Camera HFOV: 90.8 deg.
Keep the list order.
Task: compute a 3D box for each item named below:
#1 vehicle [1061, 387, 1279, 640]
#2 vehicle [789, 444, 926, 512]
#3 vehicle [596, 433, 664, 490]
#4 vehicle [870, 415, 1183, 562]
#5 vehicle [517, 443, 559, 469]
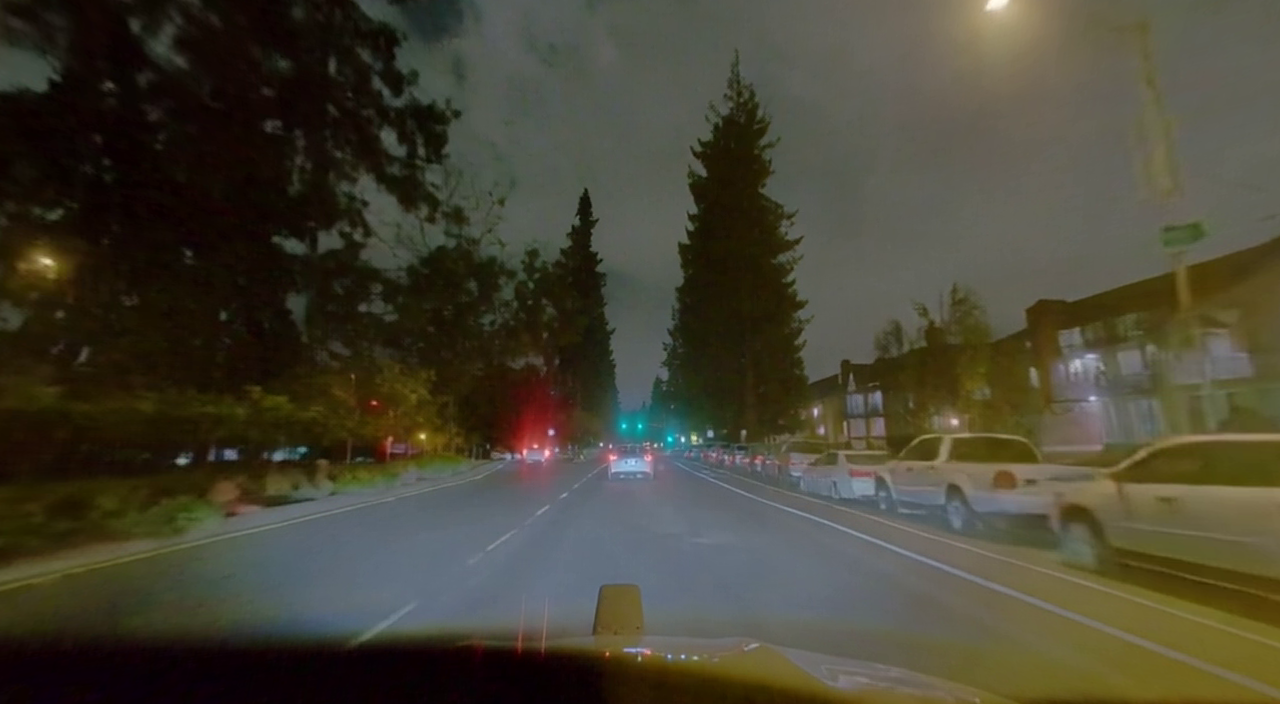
[{"bbox_3d":[5.862,1.221,4.810,2.139,1.872,4.585,0,-9,1],"label":"vehicle"},{"bbox_3d":[5.333,3.117,16.157,2.005,1.499,4.108,0,-9,0],"label":"vehicle"},{"bbox_3d":[-0.342,3.607,21.129,2.070,1.698,3.925,0,-9,-1],"label":"vehicle"},{"bbox_3d":[5.878,2.117,10.630,1.994,1.853,4.924,0,-9,-2],"label":"vehicle"},{"bbox_3d":[-6.038,6.202,37.914,2.105,1.474,4.808,0,-9,-4],"label":"vehicle"}]
